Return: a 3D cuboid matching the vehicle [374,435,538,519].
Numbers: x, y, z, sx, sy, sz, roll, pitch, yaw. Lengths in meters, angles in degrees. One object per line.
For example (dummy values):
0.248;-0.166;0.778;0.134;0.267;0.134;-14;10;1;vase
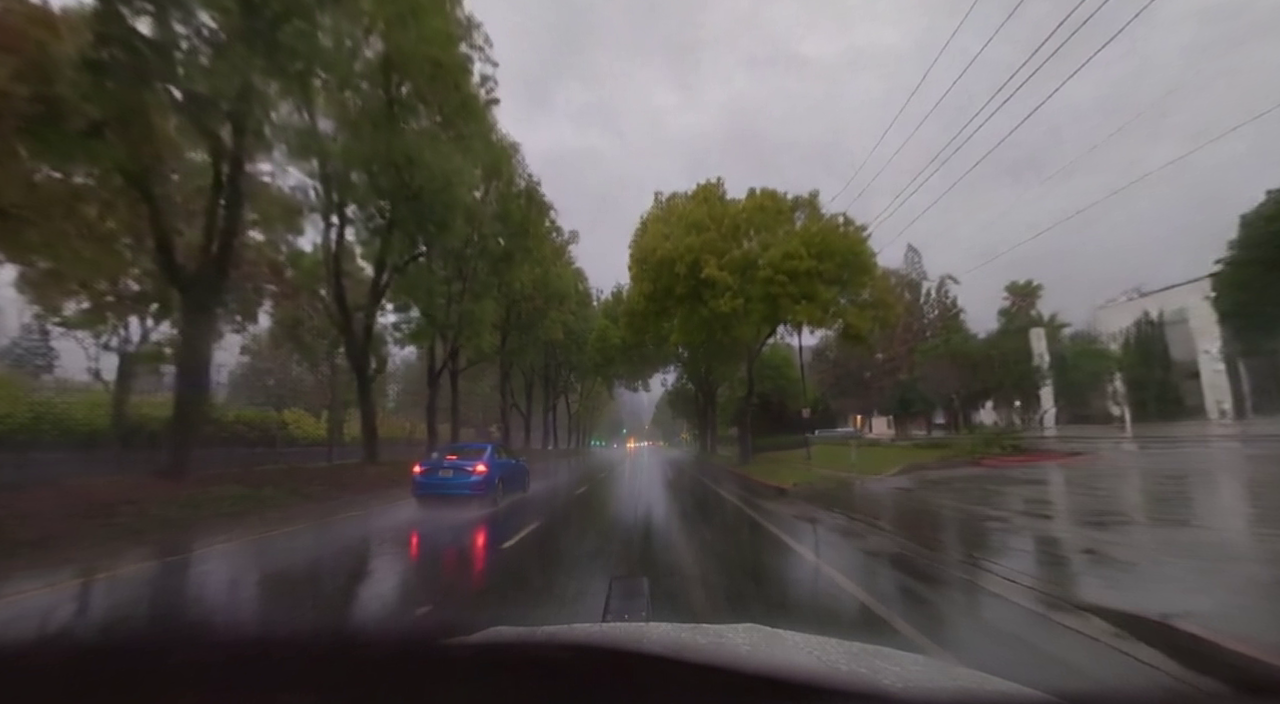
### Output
-3.623;2.541;13.433;2.033;1.454;4.512;-1;-8;1;vehicle
